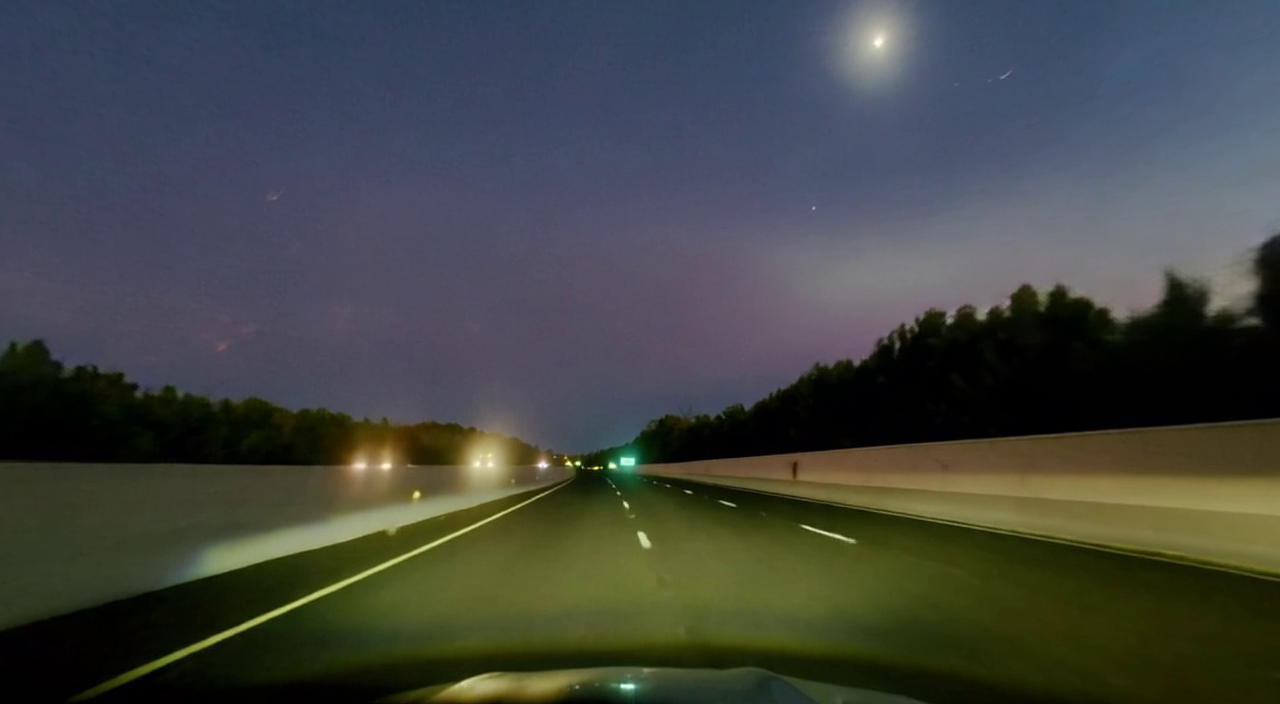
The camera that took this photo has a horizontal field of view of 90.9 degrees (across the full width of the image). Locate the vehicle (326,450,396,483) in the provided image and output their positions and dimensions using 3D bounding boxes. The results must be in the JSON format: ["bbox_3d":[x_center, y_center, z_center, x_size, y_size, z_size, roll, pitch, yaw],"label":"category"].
[{"bbox_3d":[-13.438,5.555,30.611,1.784,1.447,3.731,1,-10,-2],"label":"vehicle"}]
